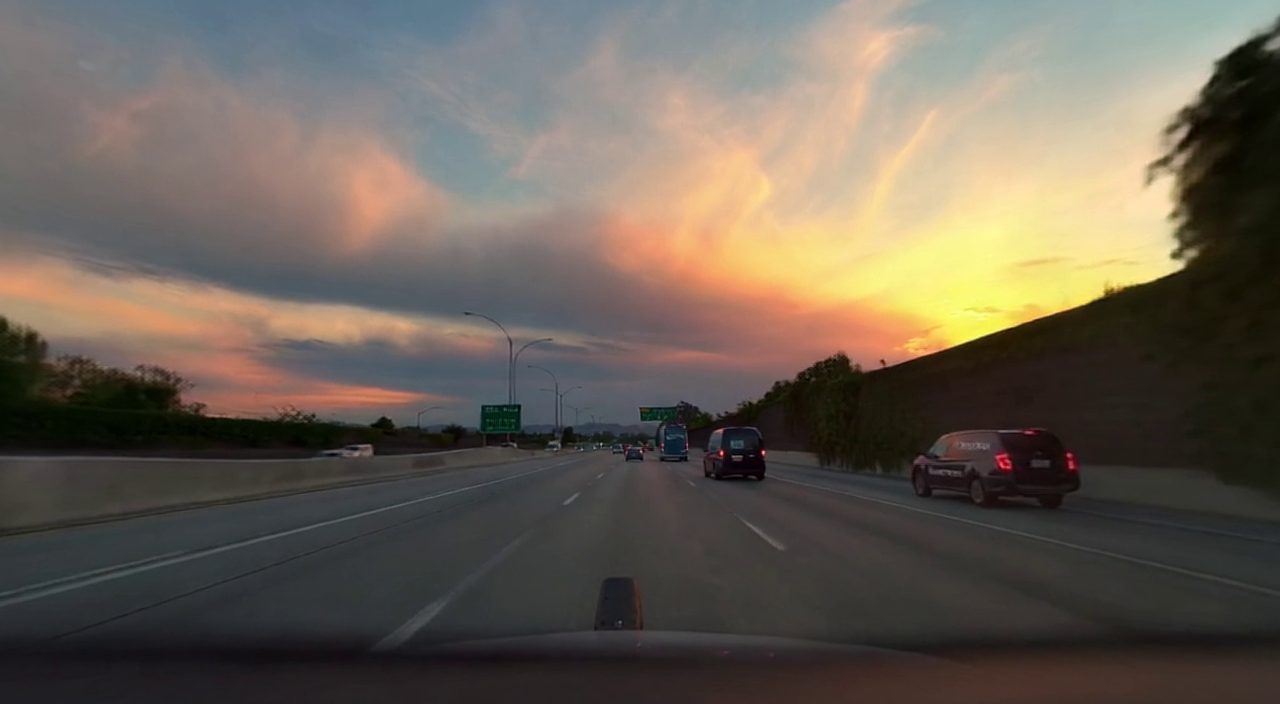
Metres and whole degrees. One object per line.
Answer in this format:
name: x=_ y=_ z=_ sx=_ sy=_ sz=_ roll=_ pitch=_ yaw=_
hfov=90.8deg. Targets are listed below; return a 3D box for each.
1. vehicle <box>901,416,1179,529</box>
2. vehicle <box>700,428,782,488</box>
vehicle: x=7.471 y=2.310 z=12.689 sx=2.266 sy=1.799 sz=4.947 roll=0 pitch=-9 yaw=-1
vehicle: x=3.552 y=3.846 z=23.213 sx=2.035 sy=1.931 sz=4.841 roll=0 pitch=-9 yaw=-2
